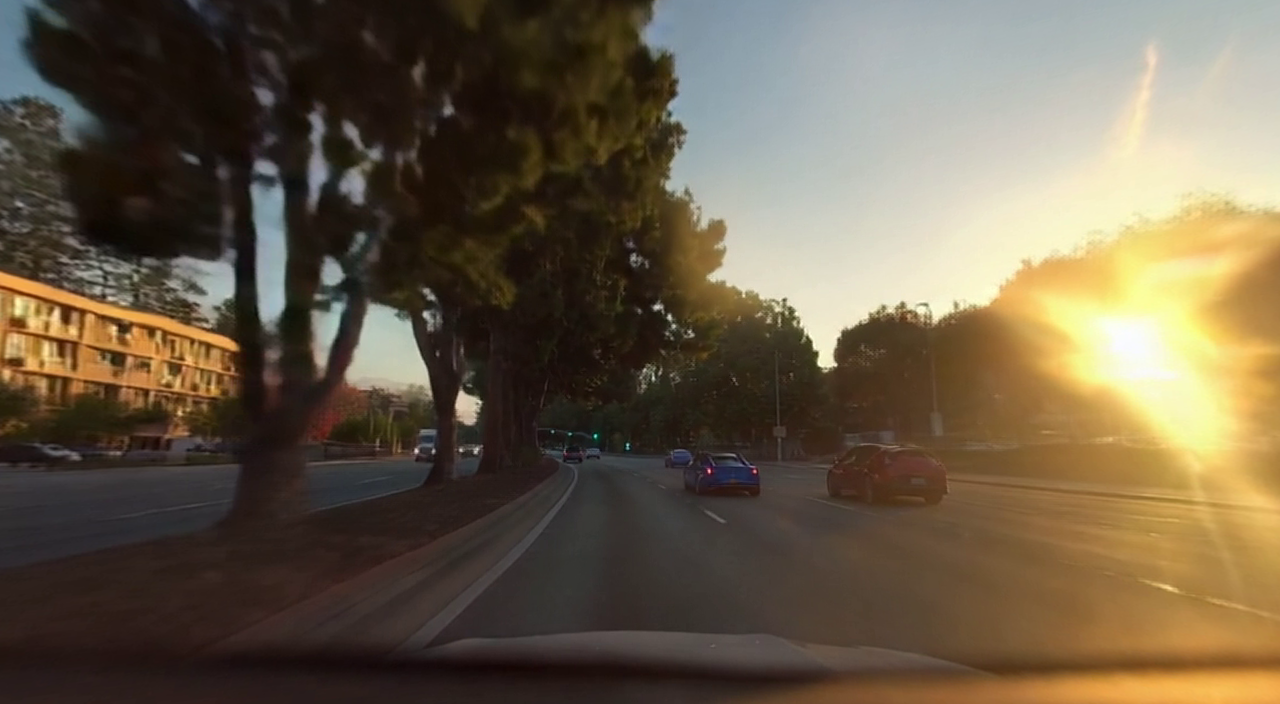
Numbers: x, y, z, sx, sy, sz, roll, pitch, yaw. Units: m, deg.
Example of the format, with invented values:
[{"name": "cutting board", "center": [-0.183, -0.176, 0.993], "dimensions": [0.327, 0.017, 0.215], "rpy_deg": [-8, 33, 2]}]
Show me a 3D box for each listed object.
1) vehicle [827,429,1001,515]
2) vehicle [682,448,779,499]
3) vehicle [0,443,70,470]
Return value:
[{"name": "vehicle", "center": [6.249, 2.775, 15.118], "dimensions": [1.987, 1.730, 4.373], "rpy_deg": [0, -9, -3]}, {"name": "vehicle", "center": [2.557, 3.573, 19.058], "dimensions": [1.990, 1.347, 4.388], "rpy_deg": [1, -9, -4]}, {"name": "vehicle", "center": [-36.173, 6.105, 36.981], "dimensions": [3.752, 1.429, 1.721], "rpy_deg": [2, -9, -3]}]
